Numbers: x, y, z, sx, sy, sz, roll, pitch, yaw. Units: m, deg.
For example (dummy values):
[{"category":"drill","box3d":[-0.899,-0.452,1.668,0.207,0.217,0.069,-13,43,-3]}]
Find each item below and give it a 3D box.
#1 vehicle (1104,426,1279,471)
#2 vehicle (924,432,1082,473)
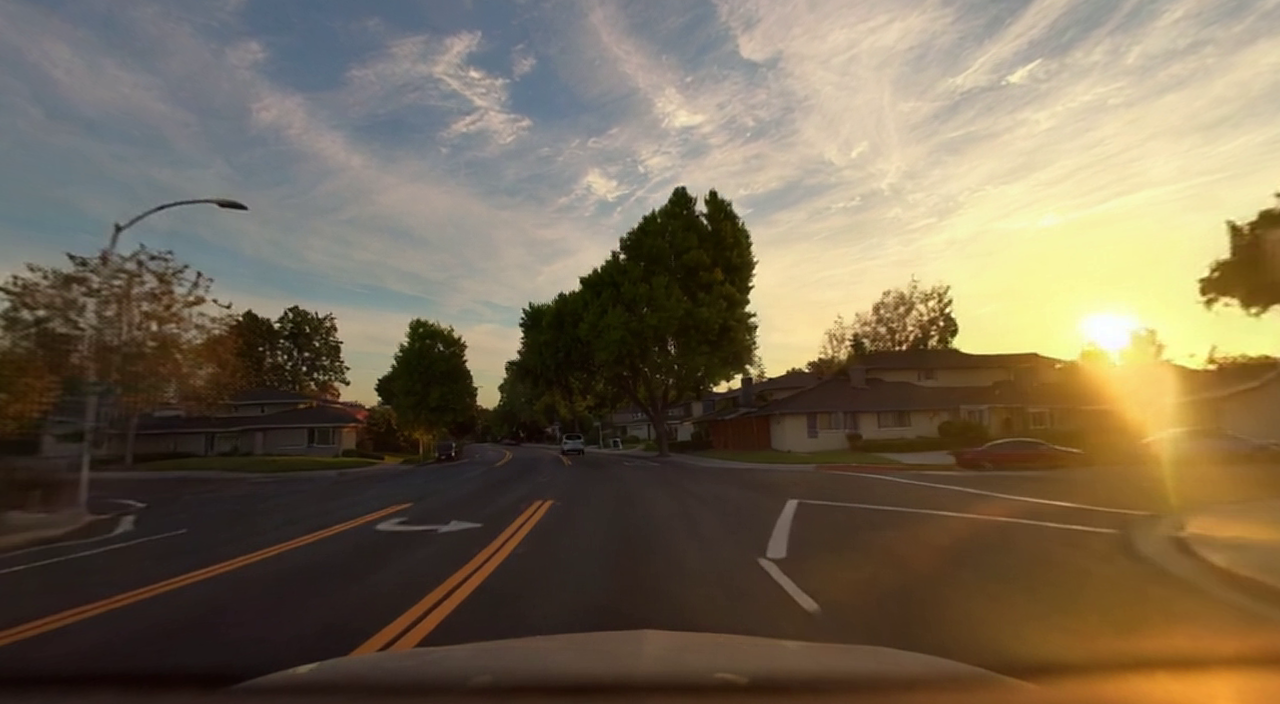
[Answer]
[{"category":"vehicle","box3d":[19.727,3.417,22.304,4.795,1.468,1.945,-2,-8,14]},{"category":"vehicle","box3d":[13.486,3.751,23.691,4.737,1.447,1.766,-2,-8,10]}]
